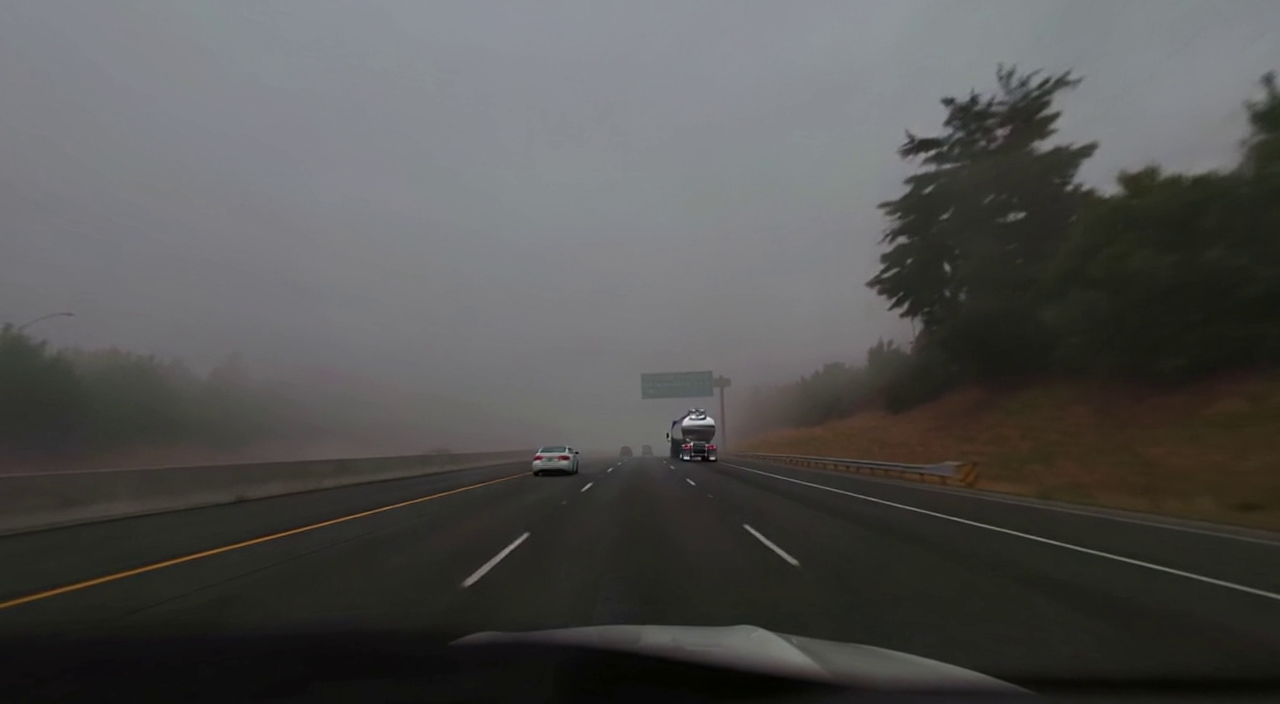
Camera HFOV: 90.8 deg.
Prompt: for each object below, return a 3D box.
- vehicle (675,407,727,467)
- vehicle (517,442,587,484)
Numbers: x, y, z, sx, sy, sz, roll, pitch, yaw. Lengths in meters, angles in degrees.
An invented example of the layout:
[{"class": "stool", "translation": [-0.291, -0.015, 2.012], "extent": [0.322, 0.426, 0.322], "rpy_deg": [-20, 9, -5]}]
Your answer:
[{"class": "vehicle", "translation": [4.058, 6.056, 44.356], "extent": [2.759, 3.734, 9.708], "rpy_deg": [0, -9, 0]}, {"class": "vehicle", "translation": [-3.322, 4.300, 24.748], "extent": [1.986, 1.458, 4.506], "rpy_deg": [0, -9, 1]}]
